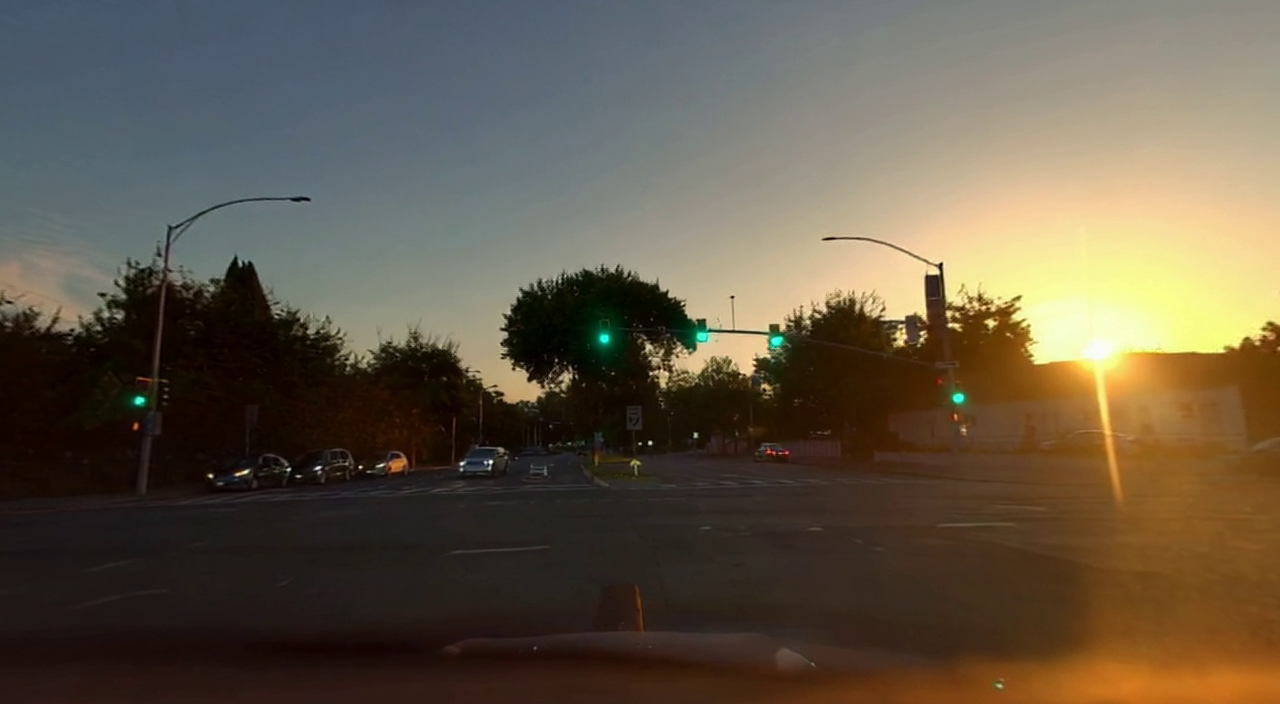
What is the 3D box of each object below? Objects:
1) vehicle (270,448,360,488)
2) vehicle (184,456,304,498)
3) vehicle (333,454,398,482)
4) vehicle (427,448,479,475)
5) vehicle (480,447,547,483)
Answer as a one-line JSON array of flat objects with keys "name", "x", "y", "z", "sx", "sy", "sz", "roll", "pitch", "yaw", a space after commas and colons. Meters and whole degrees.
[{"name": "vehicle", "x": -16.393, "y": 5.846, "z": 32.026, "sx": 1.960, "sy": 1.819, "sz": 5.018, "roll": 0, "pitch": -9, "yaw": -1}, {"name": "vehicle", "x": -16.265, "y": 5.109, "z": 26.145, "sx": 2.055, "sy": 1.506, "sz": 4.663, "roll": 0, "pitch": -9, "yaw": -2}, {"name": "vehicle", "x": -16.343, "y": 6.896, "z": 37.657, "sx": 1.804, "sy": 1.486, "sz": 4.625, "roll": 0, "pitch": -9, "yaw": 0}, {"name": "vehicle", "x": -13.027, "y": 7.634, "z": 44.091, "sx": 2.126, "sy": 1.709, "sz": 5.095, "roll": 0, "pitch": -9, "yaw": 0}, {"name": "vehicle", "x": -5.621, "y": 5.086, "z": 28.573, "sx": 2.154, "sy": 1.501, "sz": 4.416, "roll": 0, "pitch": -9, "yaw": 0}]
